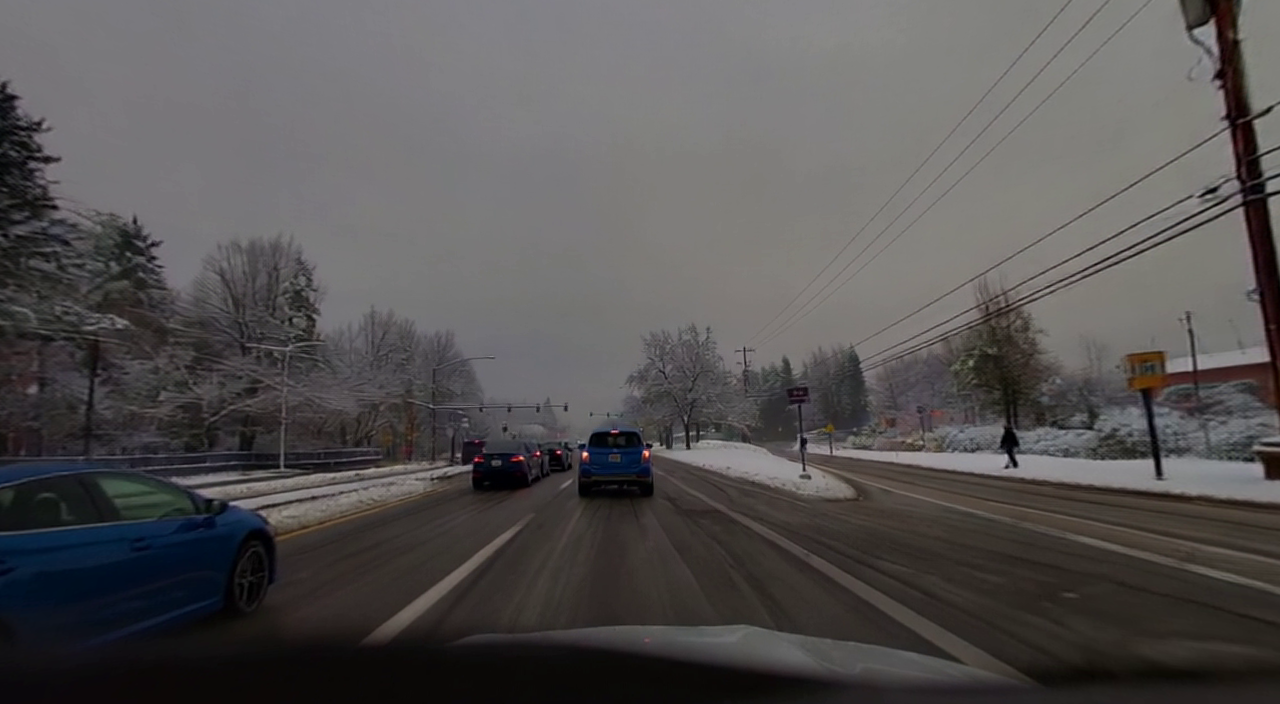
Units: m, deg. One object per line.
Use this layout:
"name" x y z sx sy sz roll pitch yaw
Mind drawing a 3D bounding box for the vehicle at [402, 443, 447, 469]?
"vehicle" -15.846 7.634 46.765 1.785 1.745 4.405 0 -8 0

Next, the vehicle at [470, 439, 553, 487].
"vehicle" -4.396 3.866 22.327 2.087 1.485 4.452 0 -8 -1

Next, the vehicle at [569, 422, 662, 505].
"vehicle" -0.583 2.708 15.716 2.012 1.769 3.897 0 -9 -2

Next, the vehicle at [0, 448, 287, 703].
"vehicle" -3.654 1.066 2.598 1.865 1.314 4.461 0 -8 0
